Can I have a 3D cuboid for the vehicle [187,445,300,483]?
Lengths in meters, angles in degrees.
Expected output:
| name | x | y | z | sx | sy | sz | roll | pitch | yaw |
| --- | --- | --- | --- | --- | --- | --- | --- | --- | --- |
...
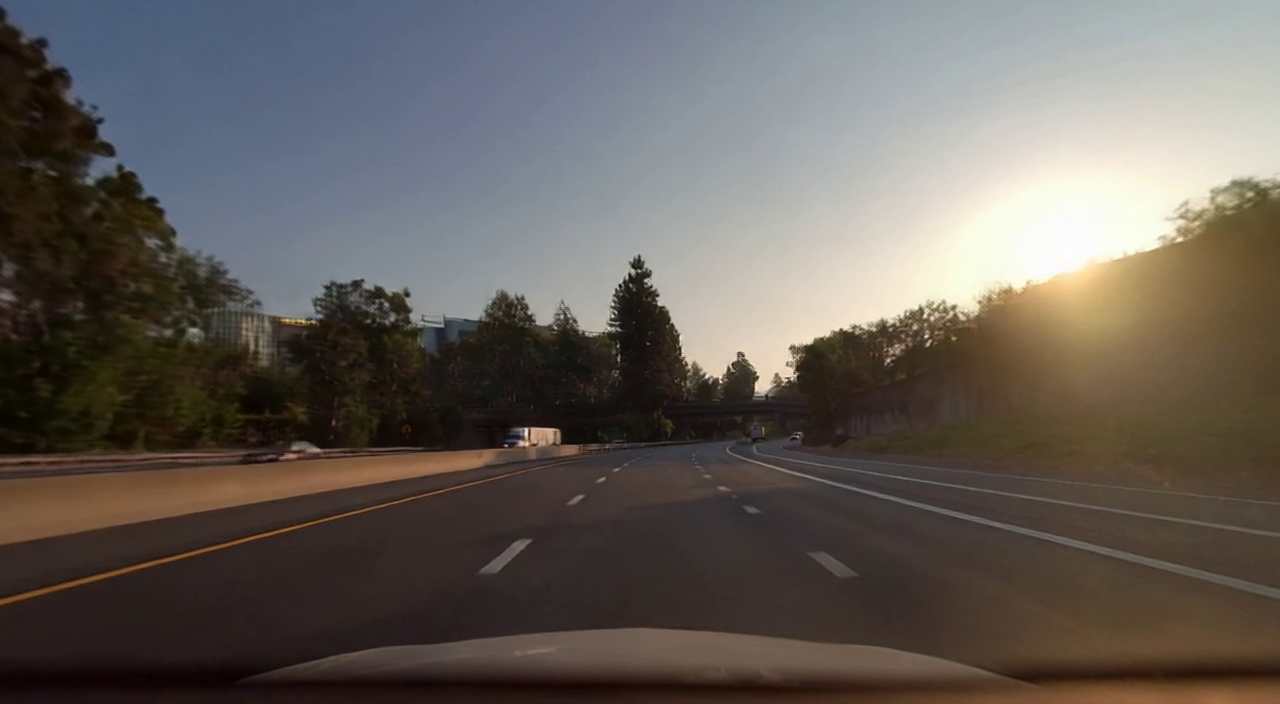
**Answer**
| name | x | y | z | sx | sy | sz | roll | pitch | yaw |
| --- | --- | --- | --- | --- | --- | --- | --- | --- | --- |
| vehicle | -17.174 | 4.841 | 27.613 | 1.945 | 1.523 | 4.392 | 0 | -8 | 2 |
